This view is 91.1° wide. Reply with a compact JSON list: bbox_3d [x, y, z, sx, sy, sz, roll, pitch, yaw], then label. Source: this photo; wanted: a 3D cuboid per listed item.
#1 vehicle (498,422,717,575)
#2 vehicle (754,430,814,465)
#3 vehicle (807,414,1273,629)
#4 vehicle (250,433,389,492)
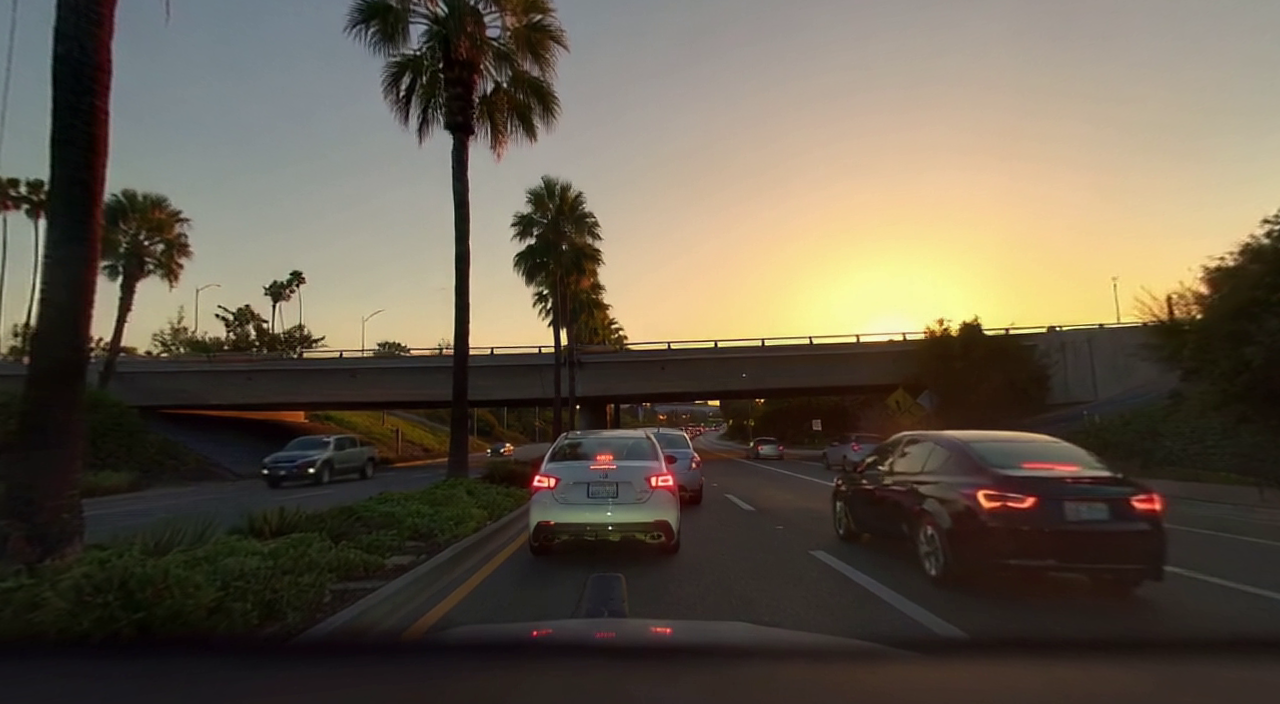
[{"bbox_3d":[-0.267,1.758,8.311,2.172,1.506,4.018,0,-9,2],"label":"vehicle"},{"bbox_3d":[8.076,5.411,35.651,2.242,1.817,4.837,0,-9,0],"label":"vehicle"},{"bbox_3d":[3.500,1.570,6.959,2.034,1.517,4.840,0,-9,1],"label":"vehicle"},{"bbox_3d":[-12.262,4.266,24.652,2.386,1.943,5.700,-2,-9,1],"label":"vehicle"}]
